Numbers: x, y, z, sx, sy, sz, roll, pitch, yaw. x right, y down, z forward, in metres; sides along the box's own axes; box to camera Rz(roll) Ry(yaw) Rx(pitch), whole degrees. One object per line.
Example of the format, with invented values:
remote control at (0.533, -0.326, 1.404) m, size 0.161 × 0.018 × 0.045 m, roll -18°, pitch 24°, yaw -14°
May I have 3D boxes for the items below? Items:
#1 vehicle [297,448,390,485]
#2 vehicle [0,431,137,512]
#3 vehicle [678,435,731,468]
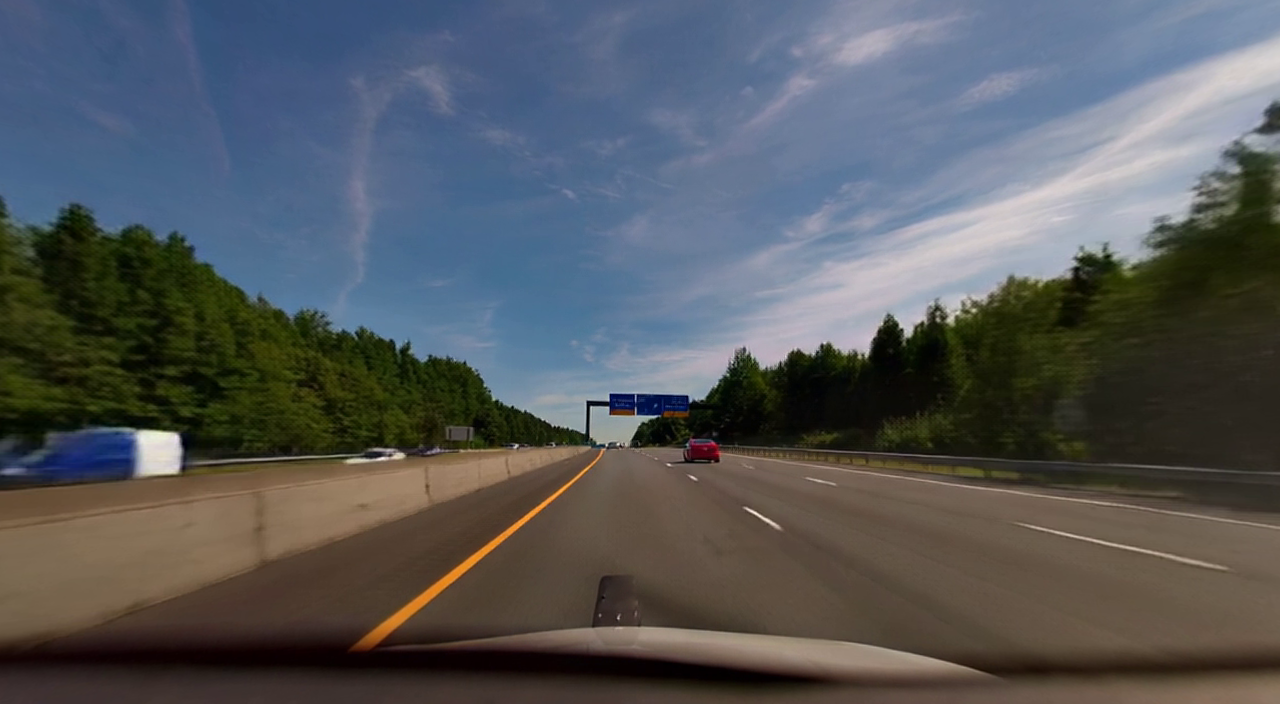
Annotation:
vehicle at (-13.067, 5.043, 28.155) m, size 1.944 × 1.446 × 4.786 m, roll 0°, pitch -8°, yaw -2°
vehicle at (-16.874, 3.207, 17.486) m, size 2.003 × 1.981 × 4.635 m, roll 0°, pitch -8°, yaw -1°
vehicle at (3.139, 4.922, 31.504) m, size 1.958 × 1.526 × 4.227 m, roll 1°, pitch -8°, yaw -3°
